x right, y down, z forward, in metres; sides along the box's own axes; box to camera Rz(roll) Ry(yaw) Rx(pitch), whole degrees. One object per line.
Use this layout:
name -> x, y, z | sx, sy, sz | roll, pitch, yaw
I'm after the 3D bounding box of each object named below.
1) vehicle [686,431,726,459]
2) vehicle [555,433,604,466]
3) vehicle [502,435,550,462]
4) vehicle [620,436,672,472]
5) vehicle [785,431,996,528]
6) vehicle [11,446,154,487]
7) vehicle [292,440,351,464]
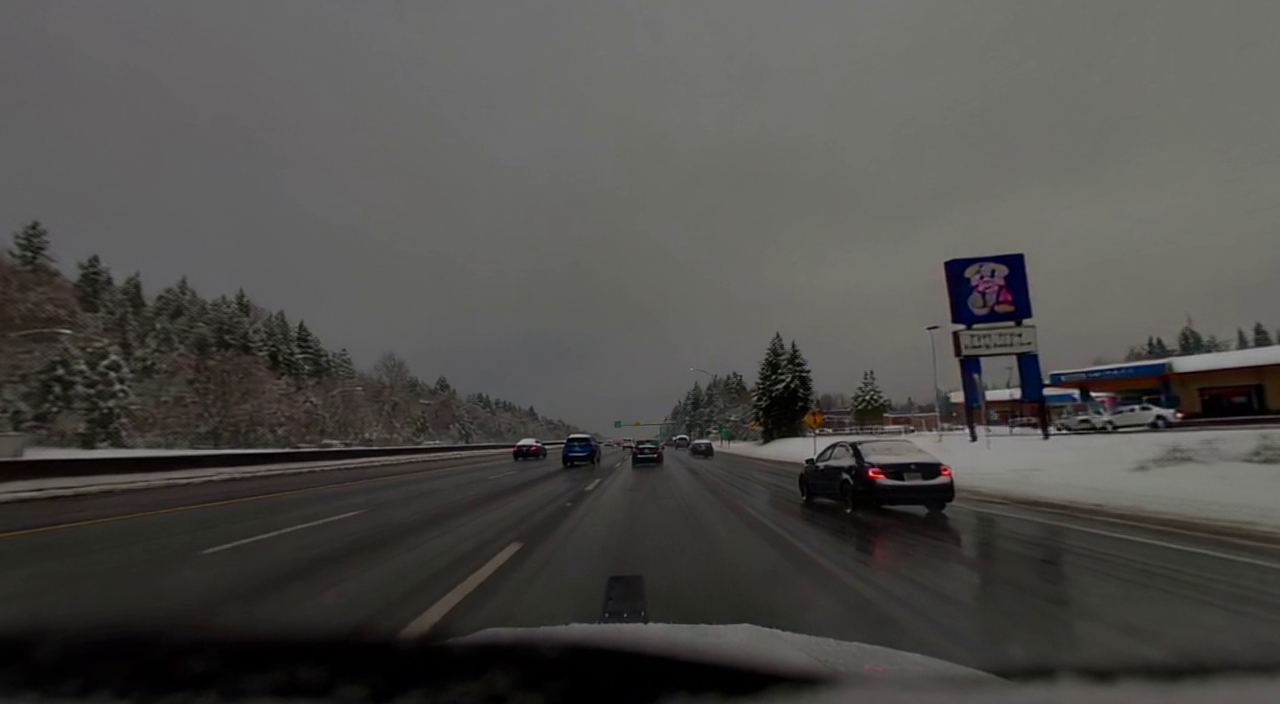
vehicle -> 4.569, 6.550, 44.418 | 2.261, 1.781, 4.709 | 0, -8, 0
vehicle -> -3.095, 5.108, 33.300 | 1.927, 1.586, 5.142 | 0, -8, 2
vehicle -> -6.753, 5.791, 37.832 | 1.932, 1.497, 4.458 | 0, -8, 2
vehicle -> 0.260, 4.419, 27.530 | 2.113, 1.464, 4.073 | 0, -8, 1
vehicle -> 4.253, 2.230, 11.654 | 2.030, 1.442, 4.358 | 0, -8, -1
vehicle -> -21.541, 4.407, 24.637 | 1.830, 1.432, 4.076 | 0, -8, 1
vehicle -> -21.315, 6.708, 42.381 | 1.850, 1.494, 4.040 | 0, -8, 1
